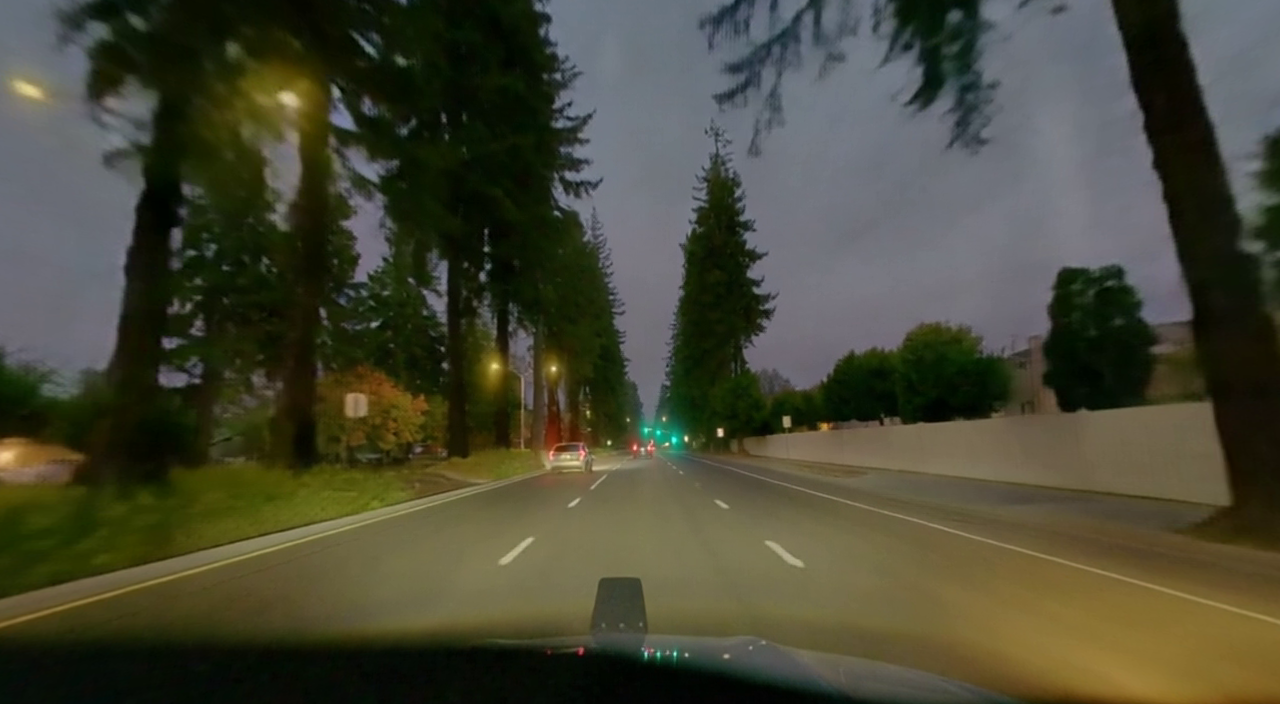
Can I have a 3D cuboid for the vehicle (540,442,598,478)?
[{"bbox_3d":[-3.110,4.823,28.446,2.021,1.466,4.330,0,-9,1],"label":"vehicle"}]
